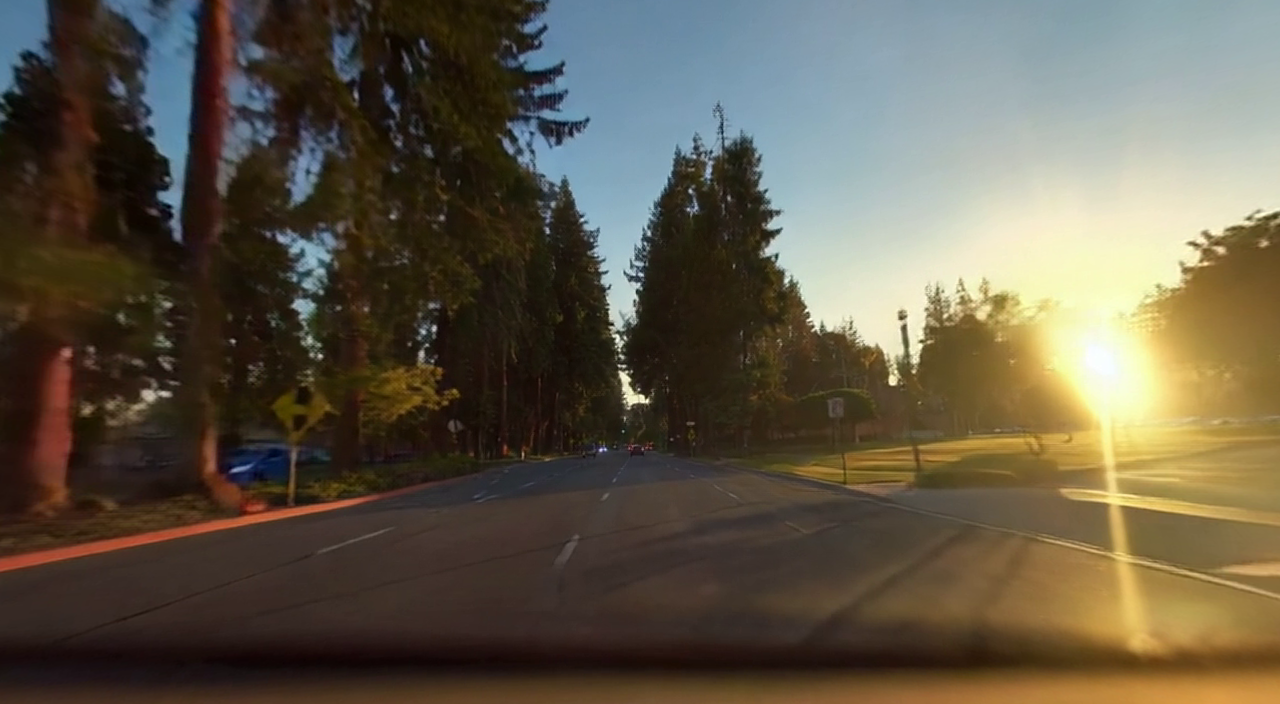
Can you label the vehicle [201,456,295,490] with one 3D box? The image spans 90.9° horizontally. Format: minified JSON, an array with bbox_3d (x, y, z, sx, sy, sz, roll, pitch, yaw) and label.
[{"bbox_3d":[-19.729,6.069,31.972,1.863,1.486,4.500,0,-9,0],"label":"vehicle"}]
